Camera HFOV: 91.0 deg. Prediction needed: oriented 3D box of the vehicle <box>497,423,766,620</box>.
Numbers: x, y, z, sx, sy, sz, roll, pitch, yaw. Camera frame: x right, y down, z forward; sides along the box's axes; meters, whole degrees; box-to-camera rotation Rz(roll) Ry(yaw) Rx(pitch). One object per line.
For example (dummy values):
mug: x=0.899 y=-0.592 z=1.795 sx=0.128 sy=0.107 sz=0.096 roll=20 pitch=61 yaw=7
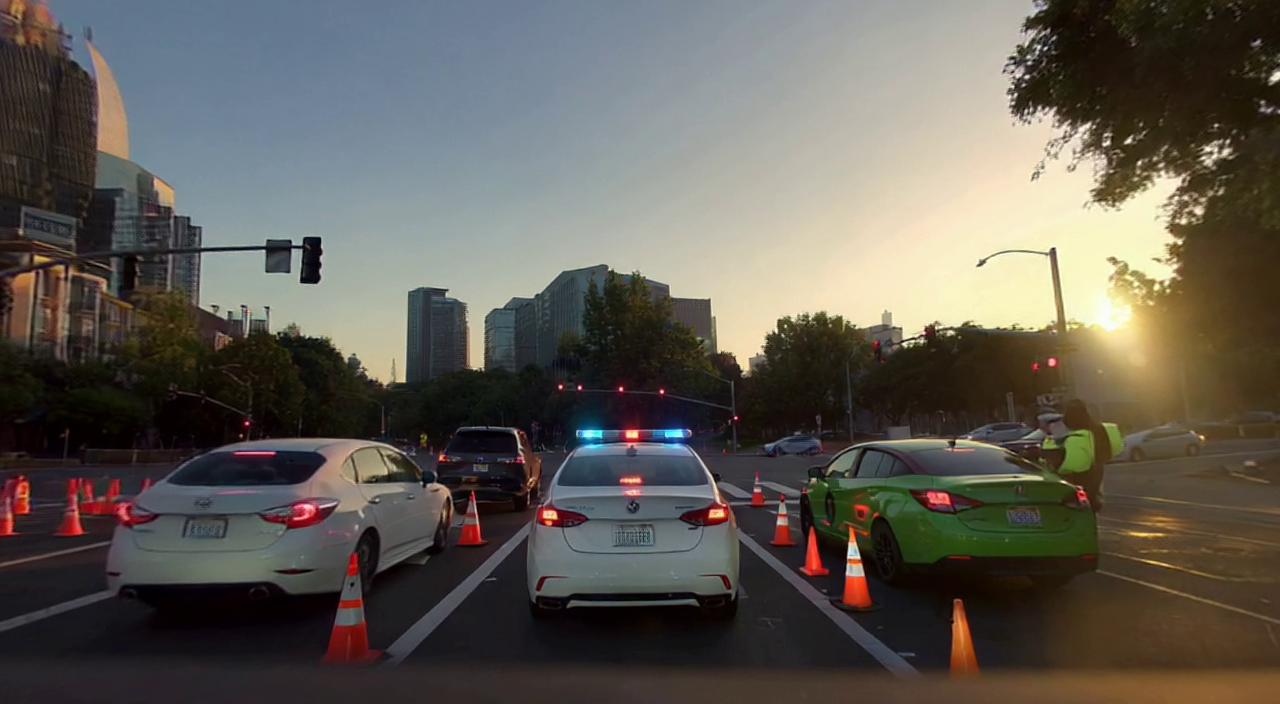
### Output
vehicle: x=-0.116 y=1.629 z=7.080 sx=2.061 sy=1.486 sz=4.332 roll=0 pitch=-8 yaw=-1

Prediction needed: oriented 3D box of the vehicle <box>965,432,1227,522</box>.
vehicle: x=9.354 y=2.580 z=13.582 sx=1.957 sy=1.576 sz=4.670 roll=0 pitch=-9 yaw=-3

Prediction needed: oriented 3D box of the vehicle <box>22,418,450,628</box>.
vehicle: x=-3.601 y=1.562 z=6.708 sx=1.863 sy=1.526 sz=4.006 roll=0 pitch=-9 yaw=0

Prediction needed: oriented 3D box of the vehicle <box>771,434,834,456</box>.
vehicle: x=12.490 y=7.186 z=48.579 sx=4.211 sy=1.659 sz=1.983 roll=2 pitch=-9 yaw=-12
